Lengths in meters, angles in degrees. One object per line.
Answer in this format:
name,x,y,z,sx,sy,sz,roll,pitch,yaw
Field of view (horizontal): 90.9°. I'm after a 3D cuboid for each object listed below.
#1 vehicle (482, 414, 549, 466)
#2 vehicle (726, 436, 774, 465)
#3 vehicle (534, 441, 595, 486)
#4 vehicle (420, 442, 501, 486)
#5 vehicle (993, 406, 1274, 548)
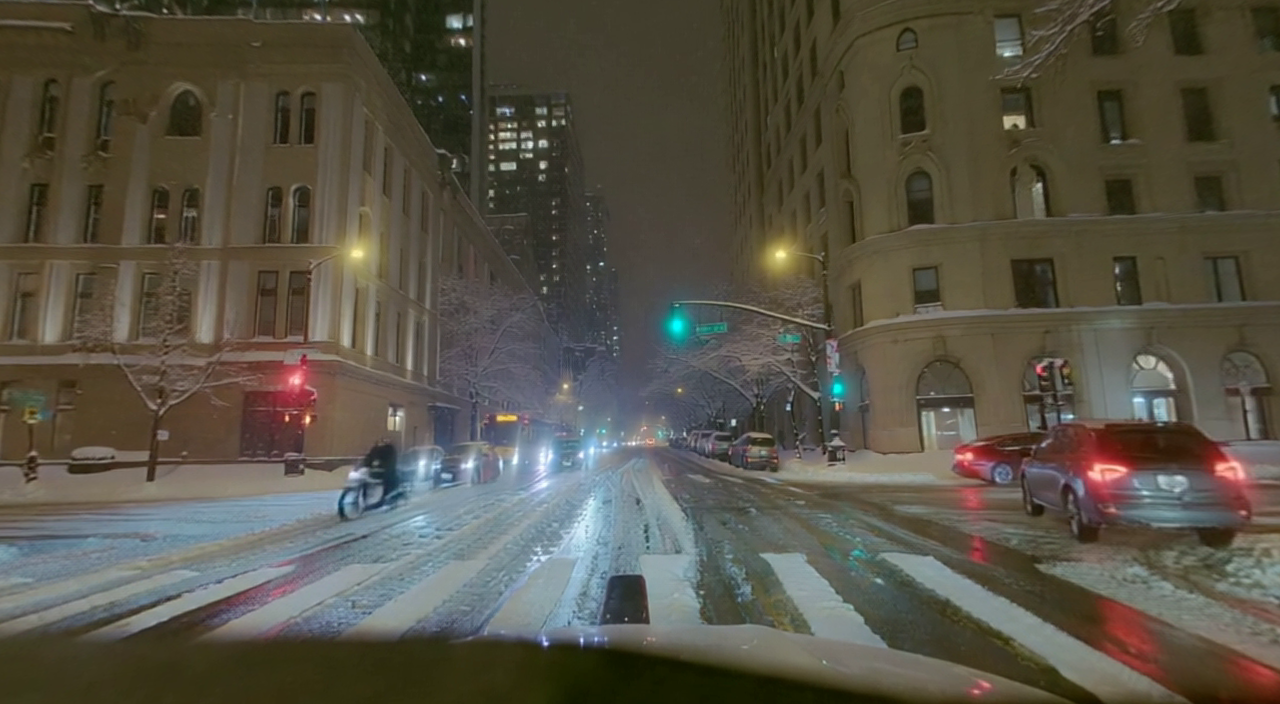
vehicle,-8.921,6.506,46.426,2.981,3.391,9.957,0,-8,-1
vehicle,6.261,5.651,36.293,1.926,1.574,3.961,0,-8,-2
vehicle,-2.705,3.906,22.431,1.904,1.402,4.759,1,-8,-7
vehicle,-6.695,4.193,23.917,1.861,1.508,4.052,0,-8,0
vehicle,6.761,1.718,9.394,1.912,1.505,4.889,-3,-9,22
